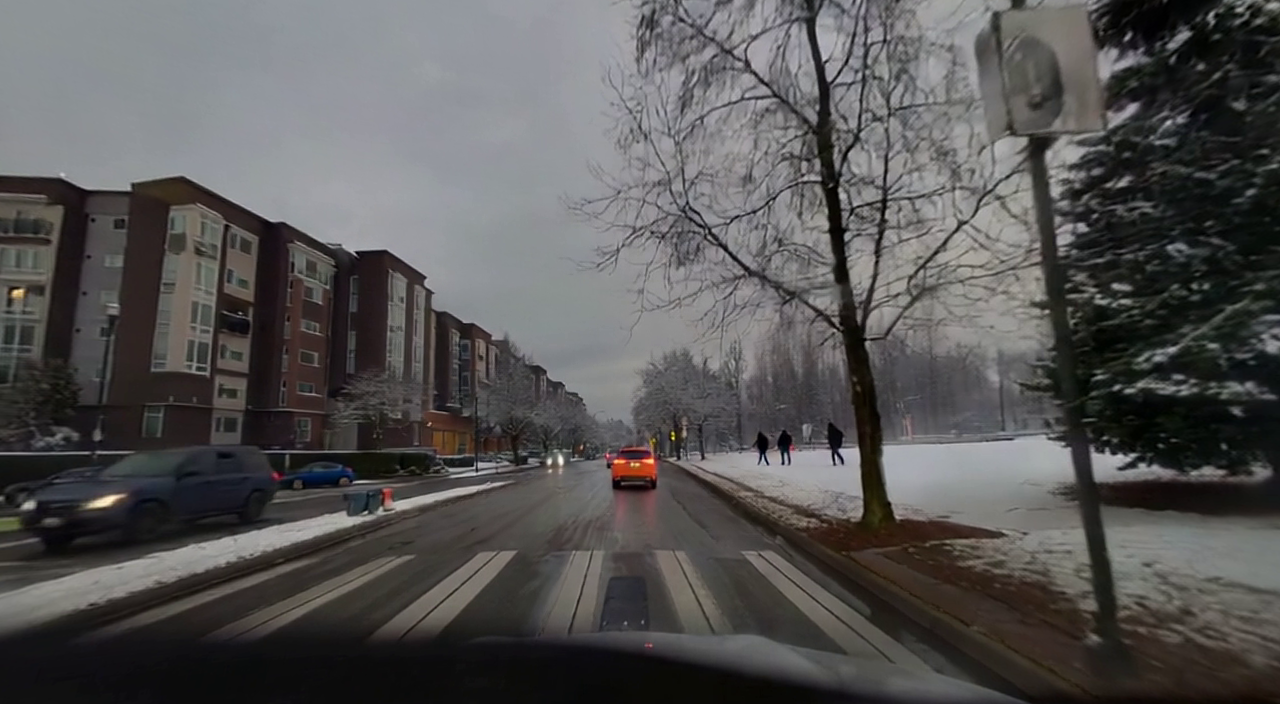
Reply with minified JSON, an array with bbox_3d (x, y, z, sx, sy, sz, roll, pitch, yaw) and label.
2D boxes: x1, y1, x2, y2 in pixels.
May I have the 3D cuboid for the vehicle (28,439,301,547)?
[{"bbox_3d":[-9.149,2.690,12.757,2.126,1.780,4.279,0,-8,0],"label":"vehicle"}]

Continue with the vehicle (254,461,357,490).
[{"bbox_3d":[-18.881,6.950,35.729,2.116,1.409,4.607,-8,-12,43],"label":"vehicle"}]

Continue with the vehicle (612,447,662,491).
[{"bbox_3d":[-0.109,3.937,21.158,1.559,1.351,2.452,-1,-11,-1],"label":"vehicle"}]
